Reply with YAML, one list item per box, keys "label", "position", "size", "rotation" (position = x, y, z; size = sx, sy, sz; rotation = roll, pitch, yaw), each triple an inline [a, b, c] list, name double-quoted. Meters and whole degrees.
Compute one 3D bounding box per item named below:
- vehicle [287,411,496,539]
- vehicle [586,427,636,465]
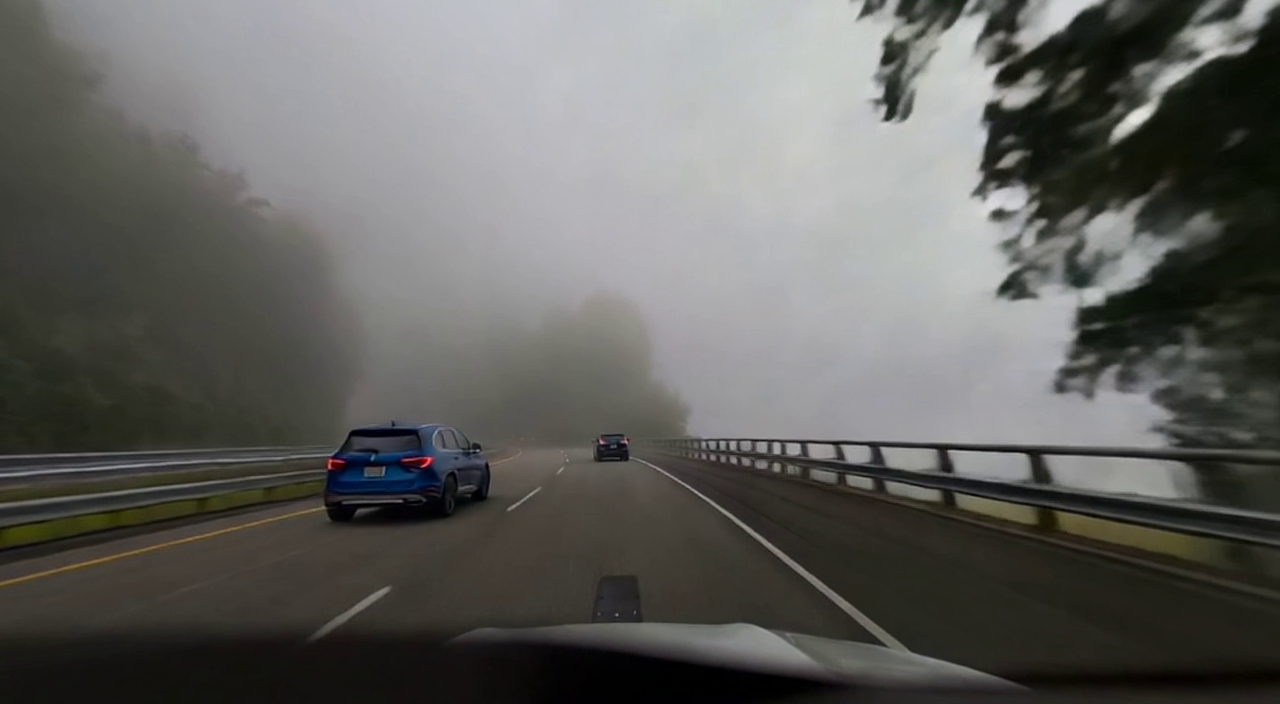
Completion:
- label: "vehicle"
  position: [-4.203, 2.110, 11.697]
  size: [2.053, 1.847, 4.760]
  rotation: [0, -7, -2]
- label: "vehicle"
  position: [-1.631, 4.975, 33.486]
  size: [2.452, 1.857, 4.022]
  rotation: [0, -7, -5]
